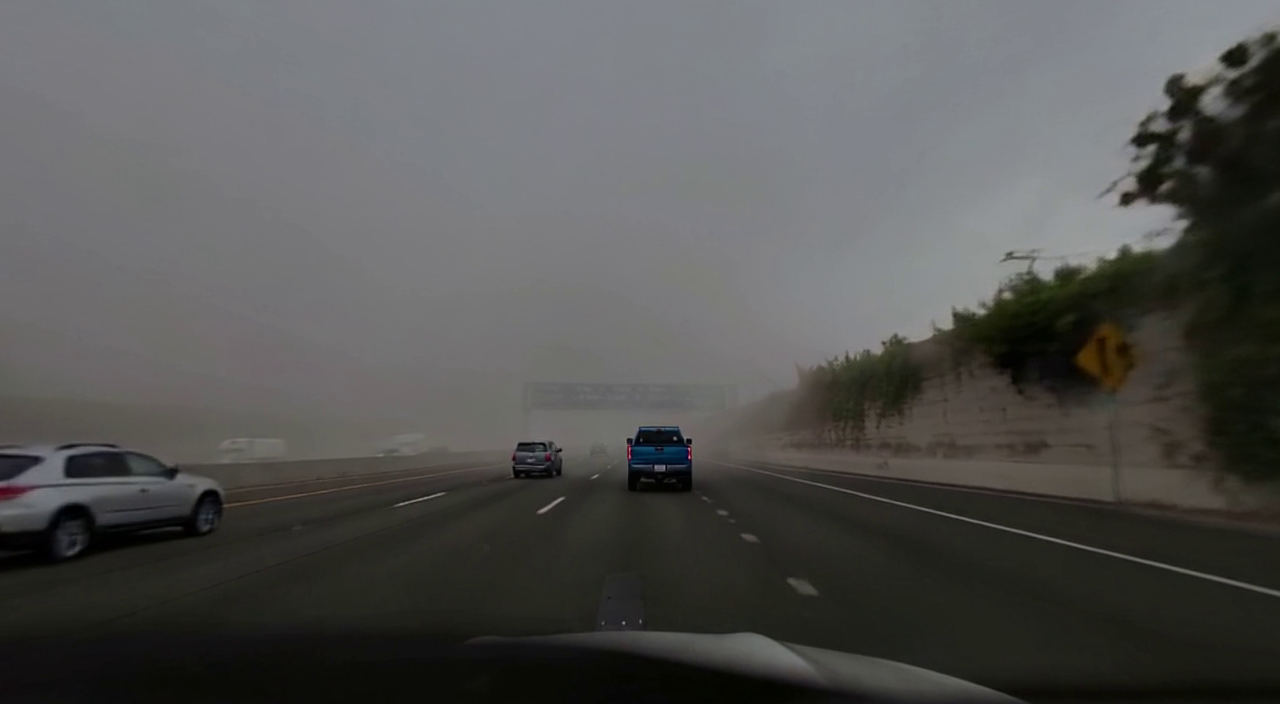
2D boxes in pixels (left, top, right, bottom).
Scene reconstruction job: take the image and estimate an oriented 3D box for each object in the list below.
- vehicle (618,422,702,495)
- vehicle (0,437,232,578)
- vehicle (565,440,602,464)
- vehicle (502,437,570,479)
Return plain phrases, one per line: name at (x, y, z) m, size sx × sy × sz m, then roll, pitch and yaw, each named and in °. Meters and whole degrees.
vehicle at (0.501, 3.008, 18.105) m, size 2.083 × 1.792 × 4.782 m, roll 0°, pitch -8°, yaw 0°
vehicle at (-7.737, 1.814, 7.842) m, size 2.081 × 1.463 × 4.749 m, roll 0°, pitch -8°, yaw 1°
vehicle at (-3.849, 6.927, 43.695) m, size 2.061 × 1.584 × 4.290 m, roll 0°, pitch -8°, yaw 1°
vehicle at (-4.264, 4.401, 26.528) m, size 1.961 × 1.591 × 4.756 m, roll 0°, pitch -9°, yaw 1°
